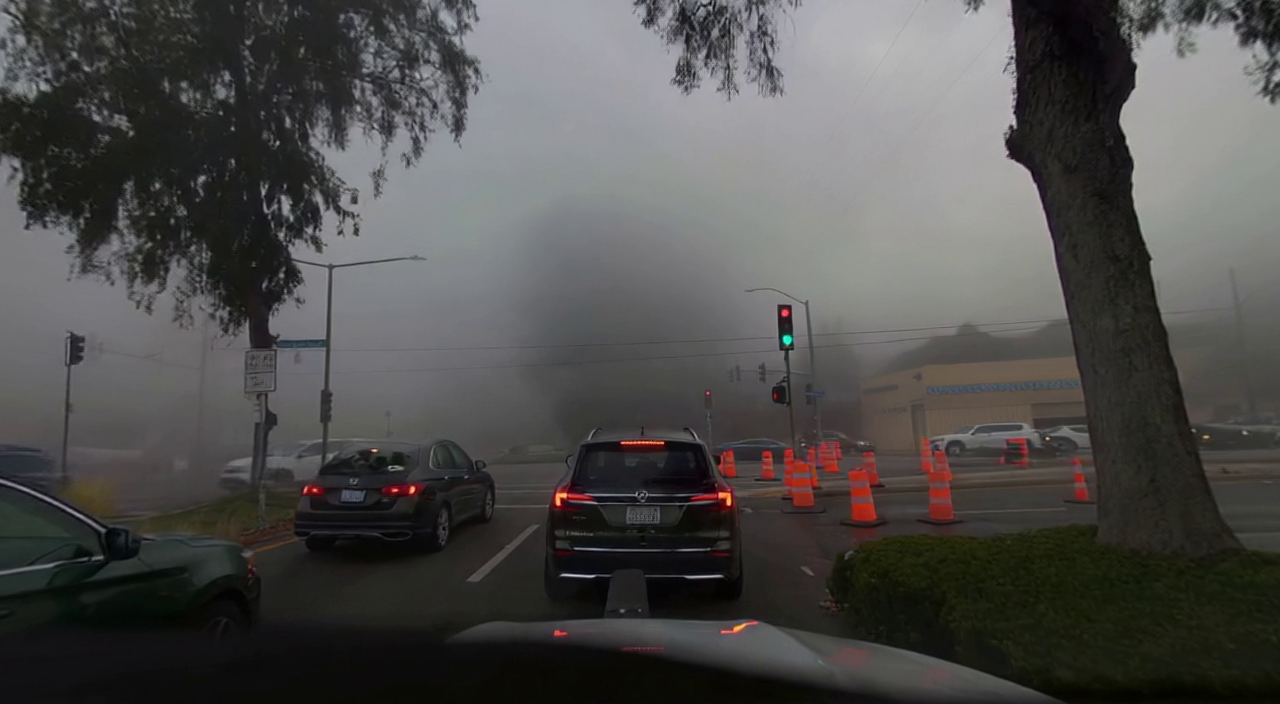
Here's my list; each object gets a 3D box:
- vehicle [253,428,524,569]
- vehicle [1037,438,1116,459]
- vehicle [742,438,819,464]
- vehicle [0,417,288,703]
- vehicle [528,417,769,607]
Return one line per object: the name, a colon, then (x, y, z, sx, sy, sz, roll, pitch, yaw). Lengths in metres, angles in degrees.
vehicle: (-3.270, 1.998, 9.444, 1.989, 1.541, 4.626, 0, -9, 2)
vehicle: (32.715, 7.253, 47.218, 4.581, 1.480, 1.752, 1, -9, 0)
vehicle: (9.295, 6.568, 41.787, 4.805, 1.688, 1.923, -2, -9, 14)
vehicle: (-3.588, 0.949, 2.144, 1.964, 1.497, 4.722, 0, -9, 1)
vehicle: (0.113, 1.628, 7.211, 2.021, 1.560, 3.676, 0, -9, 1)
